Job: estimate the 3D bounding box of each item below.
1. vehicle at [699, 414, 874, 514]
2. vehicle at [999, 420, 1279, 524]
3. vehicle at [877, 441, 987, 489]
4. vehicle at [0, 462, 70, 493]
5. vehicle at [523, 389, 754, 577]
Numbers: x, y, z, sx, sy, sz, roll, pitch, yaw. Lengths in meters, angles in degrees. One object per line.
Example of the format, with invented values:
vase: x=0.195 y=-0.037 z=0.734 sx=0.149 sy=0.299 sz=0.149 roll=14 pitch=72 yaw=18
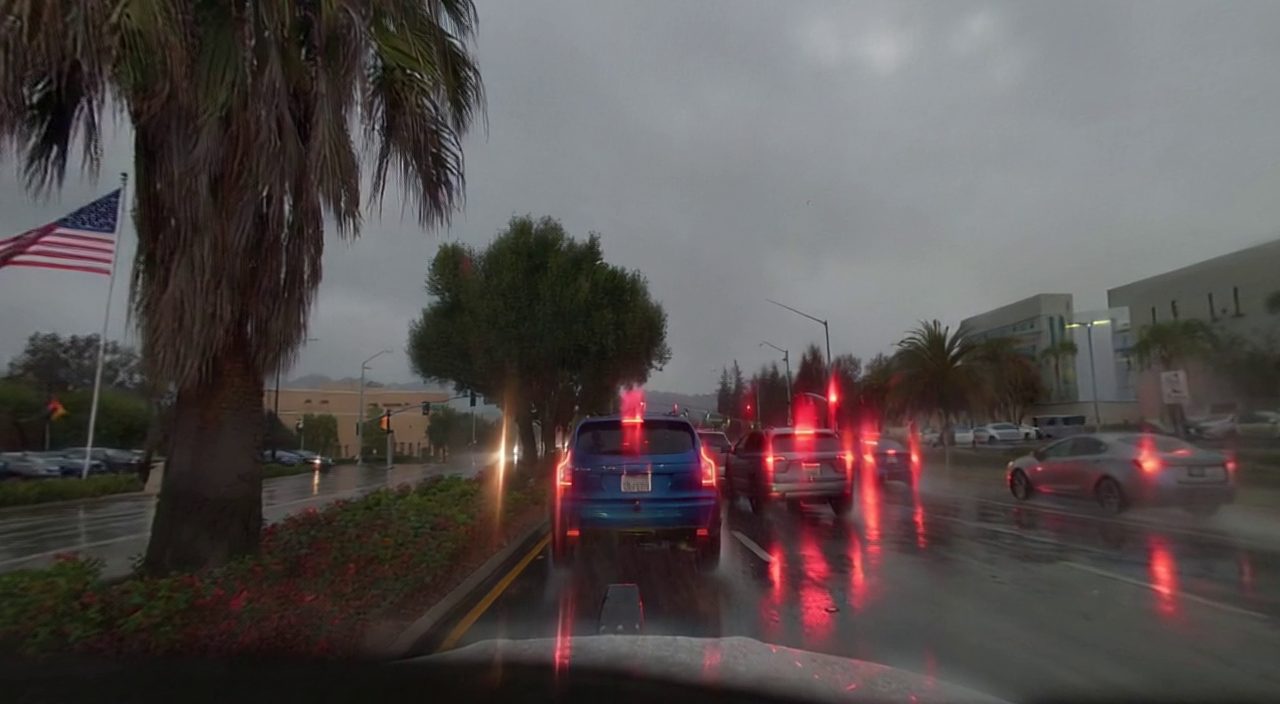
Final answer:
vehicle: x=3.258 y=2.732 z=15.958 sx=2.773 sy=2.021 sz=6.212 roll=0 pitch=-9 yaw=-2
vehicle: x=9.948 y=2.411 z=13.240 sx=2.155 sy=1.779 sz=4.582 roll=0 pitch=-9 yaw=0
vehicle: x=10.165 y=3.942 z=22.379 sx=1.855 sy=1.495 sz=4.143 roll=0 pitch=-9 yaw=-1
vehicle: x=-45.805 y=9.061 z=45.749 sx=6.410 sy=2.078 sz=2.584 roll=0 pitch=-9 yaw=0
vehicle: x=-0.126 y=1.692 z=8.919 sx=2.402 sy=1.938 sz=4.535 roll=0 pitch=-9 yaw=-3
